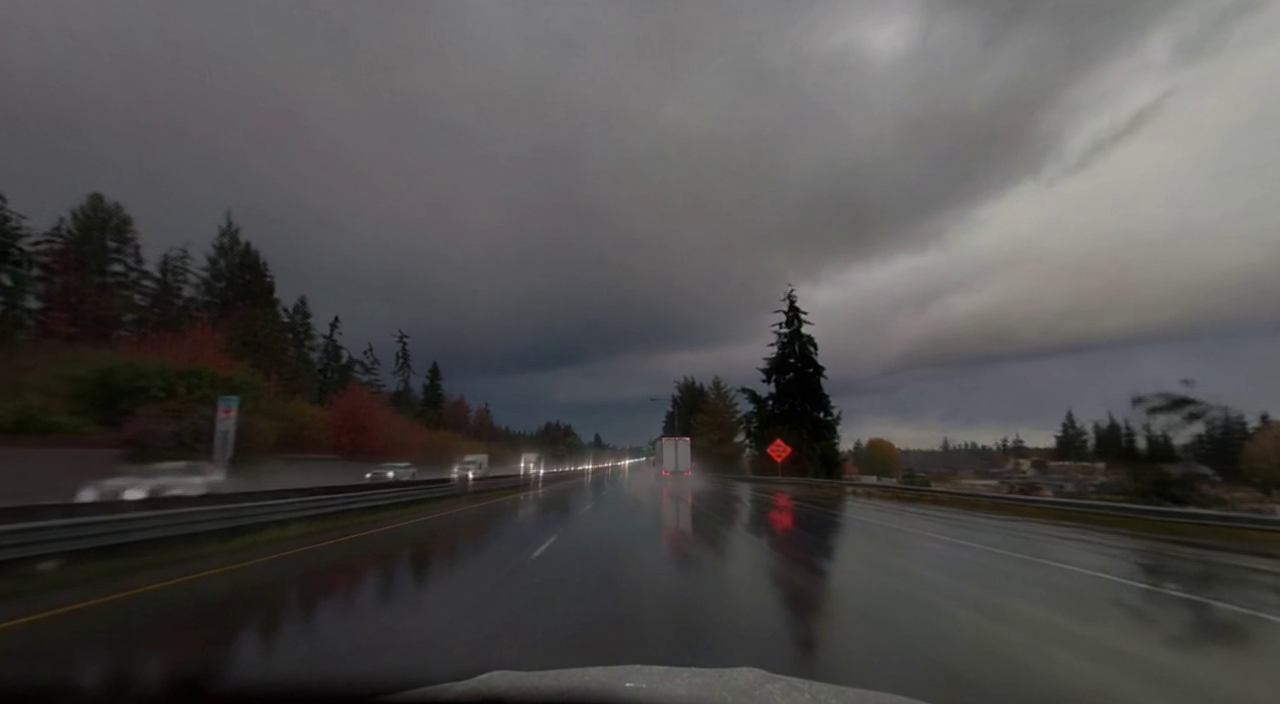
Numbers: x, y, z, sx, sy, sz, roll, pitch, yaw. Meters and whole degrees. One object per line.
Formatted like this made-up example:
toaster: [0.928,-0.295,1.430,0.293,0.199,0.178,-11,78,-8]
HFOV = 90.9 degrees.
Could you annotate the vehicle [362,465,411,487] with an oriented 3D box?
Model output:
vehicle: [-19.742,9.661,49.262,1.944,1.636,4.409,1,-10,0]

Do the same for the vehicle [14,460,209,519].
vehicle: [-15.299,3.989,18.661,1.822,1.490,4.560,1,-10,0]
